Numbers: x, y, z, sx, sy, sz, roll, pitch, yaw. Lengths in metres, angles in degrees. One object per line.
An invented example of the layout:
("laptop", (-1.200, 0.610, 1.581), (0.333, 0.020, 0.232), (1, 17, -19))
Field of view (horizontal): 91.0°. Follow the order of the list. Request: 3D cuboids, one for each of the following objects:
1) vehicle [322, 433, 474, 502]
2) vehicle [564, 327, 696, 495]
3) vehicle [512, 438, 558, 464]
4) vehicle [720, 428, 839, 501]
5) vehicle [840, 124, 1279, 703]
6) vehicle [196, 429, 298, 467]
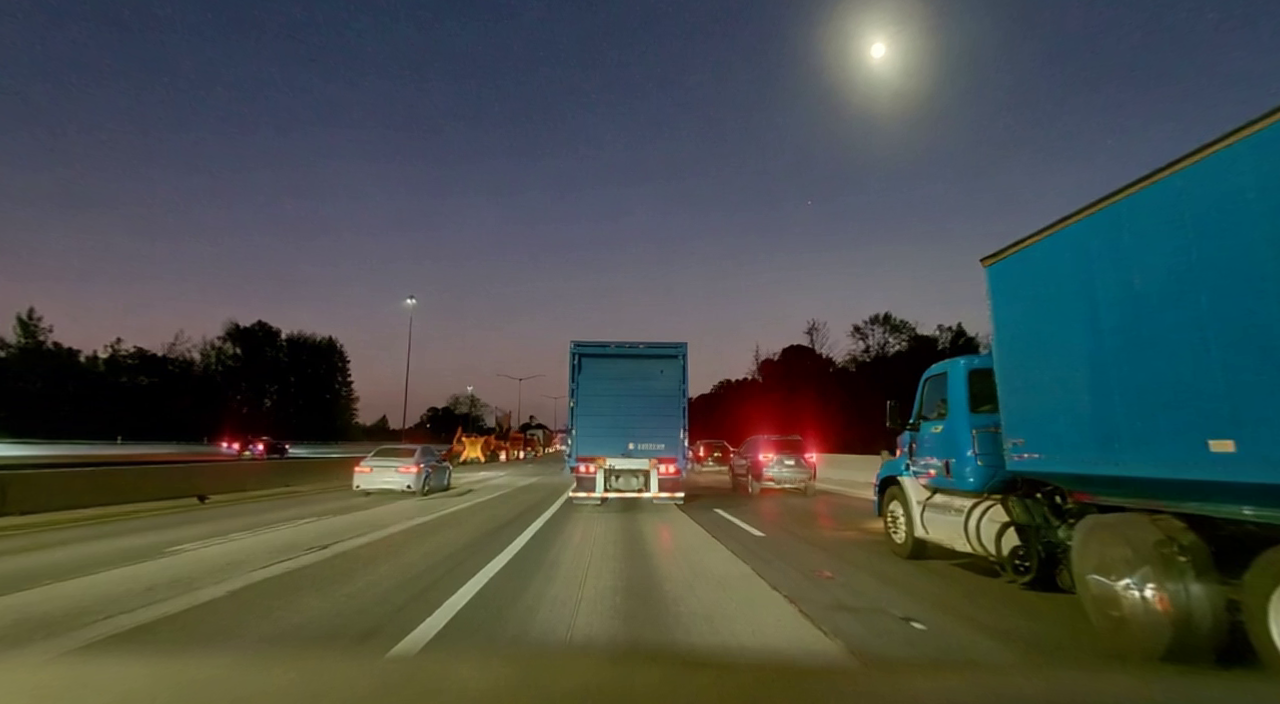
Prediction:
("vehicle", (-5.872, 2.856, 16.020), (2.014, 1.477, 4.595), (0, -9, 1))
("vehicle", (-0.421, 2.129, 19.940), (3.067, 3.940, 10.154), (1, -9, -2))
("vehicle", (-6.323, 6.014, 38.332), (1.994, 1.481, 4.660), (0, -9, 0))
("vehicle", (3.552, 2.972, 16.966), (2.103, 1.713, 4.173), (1, -9, -2))
("vehicle", (3.826, 0.426, 1.804), (2.943, 2.634, 10.135), (1, -9, -2))
("vehicle", (-22.041, 5.391, 35.370), (4.632, 1.852, 2.033), (0, -8, 15))
